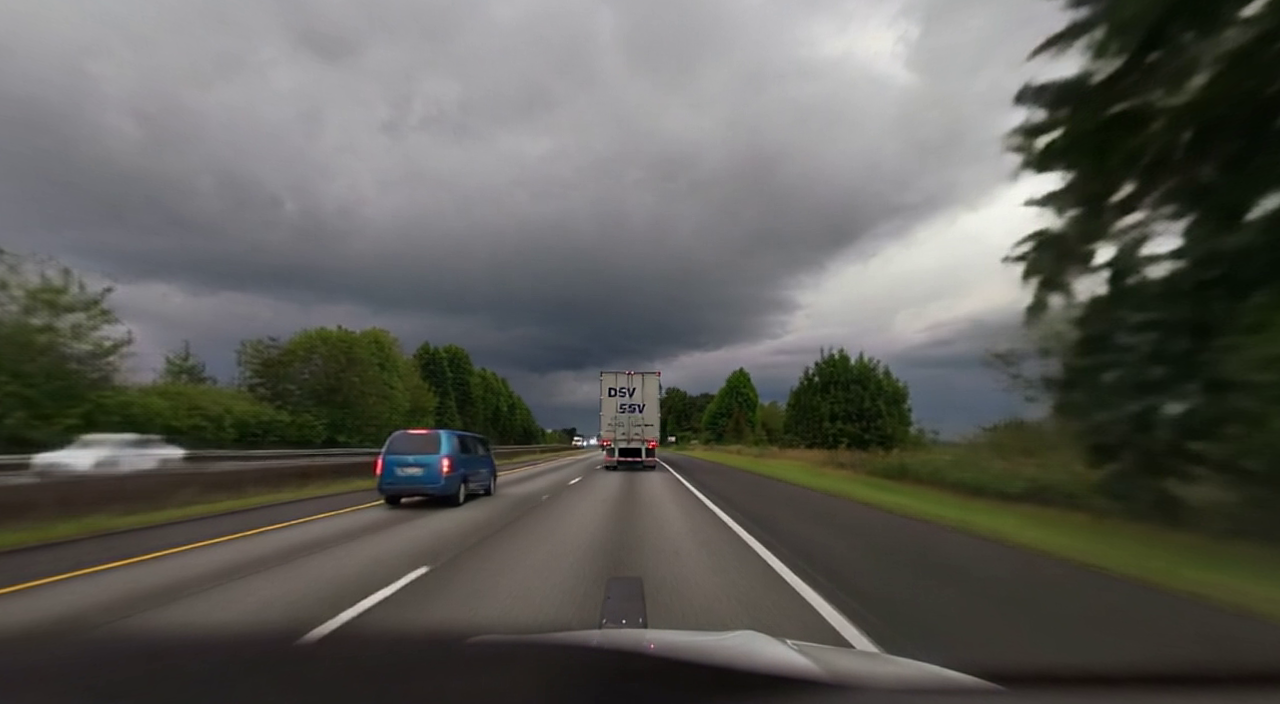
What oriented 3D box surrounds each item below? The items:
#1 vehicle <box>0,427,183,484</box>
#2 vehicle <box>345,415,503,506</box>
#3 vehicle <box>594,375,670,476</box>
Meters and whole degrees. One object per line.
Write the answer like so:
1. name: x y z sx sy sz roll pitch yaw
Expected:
1. vehicle: -16.581 3.100 19.123 1.902 1.502 4.621 0 -8 -1
2. vehicle: -4.785 2.486 14.807 2.086 1.778 4.544 0 -8 0
3. vehicle: -0.451 3.605 29.971 2.969 3.957 10.270 0 -8 -1
